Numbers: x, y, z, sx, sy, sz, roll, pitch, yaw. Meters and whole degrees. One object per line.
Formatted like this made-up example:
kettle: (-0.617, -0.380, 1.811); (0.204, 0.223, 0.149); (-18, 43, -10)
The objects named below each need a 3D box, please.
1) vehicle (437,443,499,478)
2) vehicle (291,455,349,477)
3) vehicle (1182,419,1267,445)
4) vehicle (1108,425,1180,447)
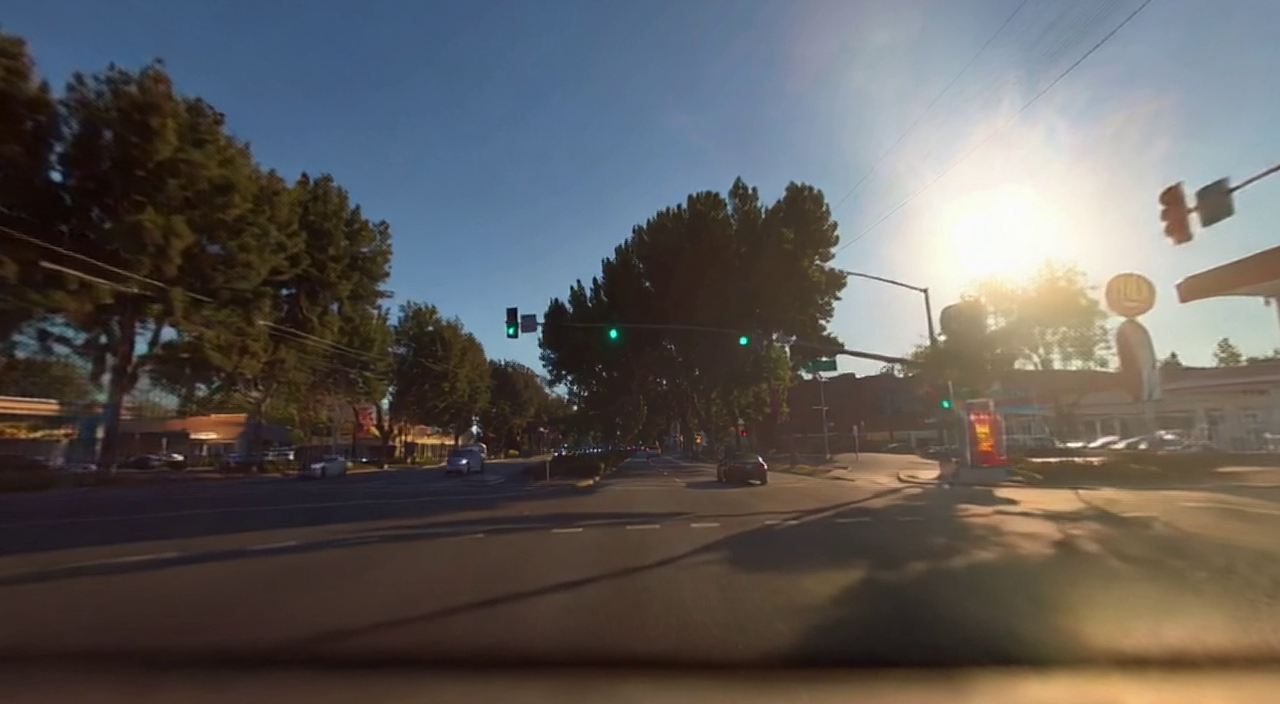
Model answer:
vehicle: (-8.541, 5.442, 31.752); (1.913, 1.478, 4.312); (-4, -10, 0)
vehicle: (-24.894, 8.872, 49.350); (1.866, 1.486, 4.661); (-1, -9, 3)
vehicle: (45.116, 6.254, 48.884); (1.932, 1.875, 4.769); (0, -9, 0)
vehicle: (39.666, 6.668, 49.840); (1.929, 1.589, 4.430); (0, -9, -2)
